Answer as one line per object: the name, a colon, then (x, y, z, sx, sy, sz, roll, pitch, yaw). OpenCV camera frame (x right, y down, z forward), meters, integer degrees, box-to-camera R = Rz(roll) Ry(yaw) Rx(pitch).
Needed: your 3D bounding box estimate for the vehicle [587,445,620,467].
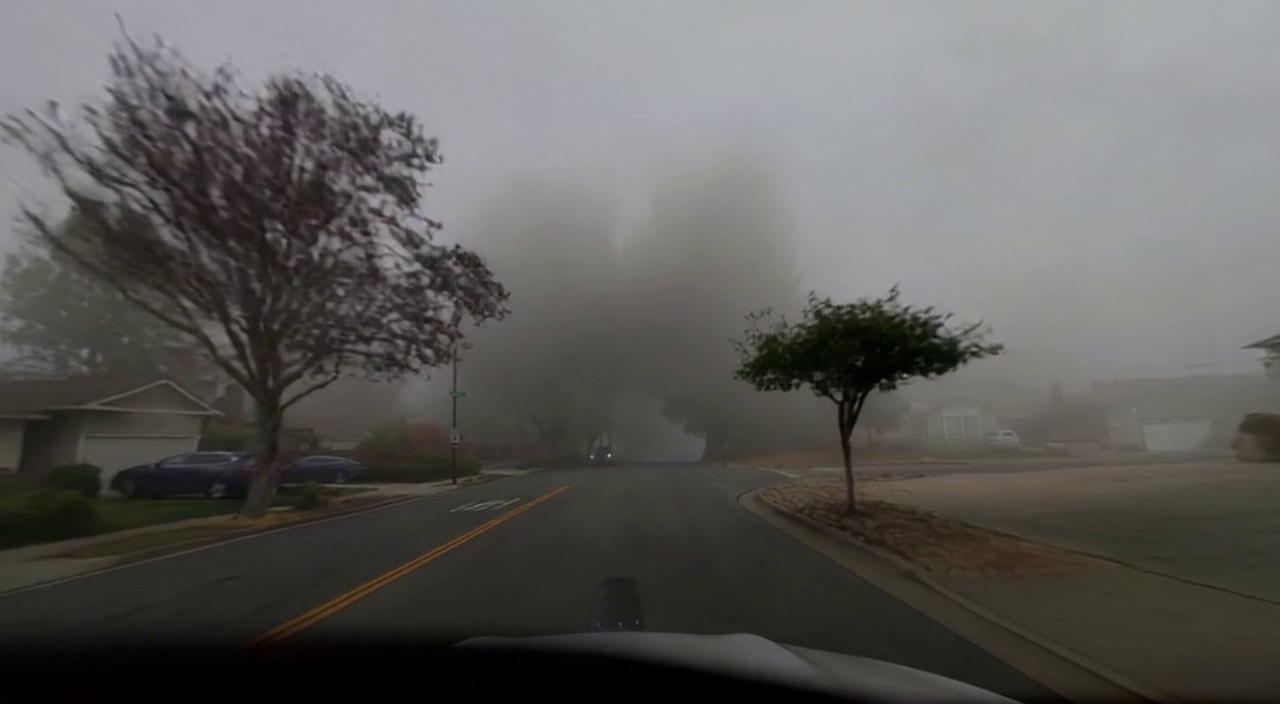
vehicle: (-2.822, 8.205, 49.807, 2.025, 1.660, 4.151, -1, -9, 5)

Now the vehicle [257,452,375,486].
vehicle: (-14.803, 5.349, 29.057, 4.370, 1.482, 1.926, 0, -9, 3)

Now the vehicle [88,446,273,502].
vehicle: (-14.504, 3.857, 20.180, 4.237, 1.687, 1.970, 1, -9, -3)
